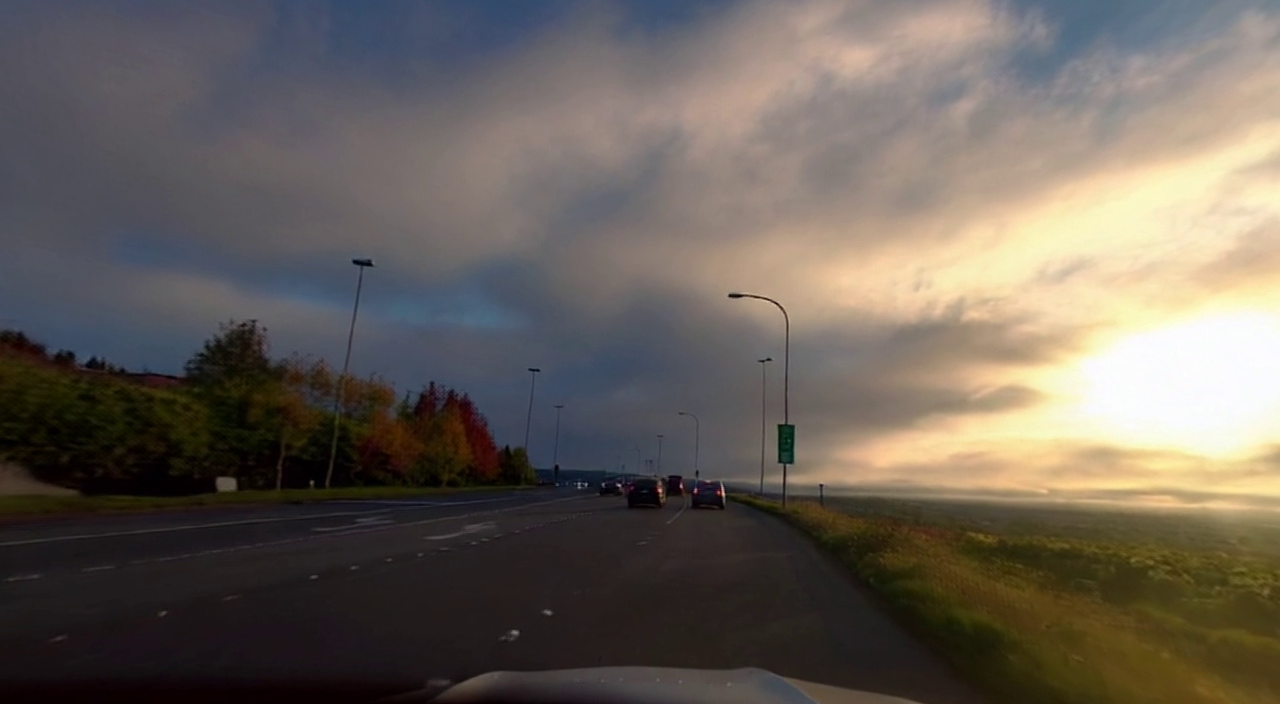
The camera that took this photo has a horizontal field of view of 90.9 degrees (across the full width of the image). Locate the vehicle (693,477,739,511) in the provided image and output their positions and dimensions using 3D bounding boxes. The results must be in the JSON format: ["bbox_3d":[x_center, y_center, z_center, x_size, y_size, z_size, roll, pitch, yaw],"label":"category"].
[{"bbox_3d":[3.731,7.023,31.486,2.129,1.471,4.258,0,-10,5],"label":"vehicle"}]

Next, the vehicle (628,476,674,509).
[{"bbox_3d":[0.683,7.267,32.918,2.030,1.441,4.806,0,-10,5],"label":"vehicle"}]

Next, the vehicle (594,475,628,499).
[{"bbox_3d":[-2.003,9.646,45.251,2.016,1.573,4.259,1,-10,3],"label":"vehicle"}]
